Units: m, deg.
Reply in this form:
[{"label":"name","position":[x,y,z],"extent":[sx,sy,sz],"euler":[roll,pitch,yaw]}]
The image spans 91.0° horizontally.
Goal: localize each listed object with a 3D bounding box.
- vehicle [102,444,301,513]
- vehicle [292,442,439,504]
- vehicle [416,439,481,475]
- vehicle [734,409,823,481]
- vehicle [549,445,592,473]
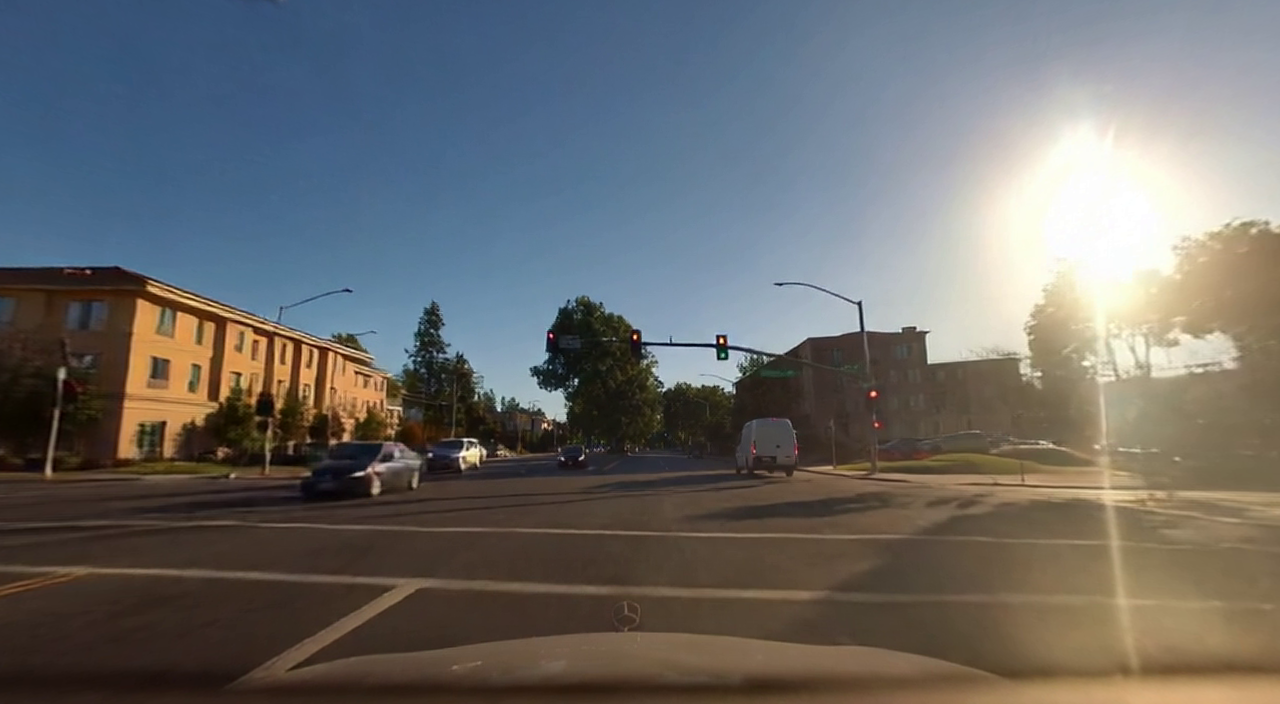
[{"label":"vehicle","position":[-11.113,3.196,16.469],"extent":[2.018,1.519,4.360],"euler":[0,-9,0]},{"label":"vehicle","position":[-7.539,3.348,17.921],"extent":[1.991,1.506,4.659],"euler":[0,-9,1]},{"label":"vehicle","position":[-10.633,5.889,35.419],"extent":[2.072,1.841,4.737],"euler":[0,-9,1]},{"label":"vehicle","position":[6.832,4.773,32.230],"extent":[2.802,3.208,7.459],"euler":[0,-9,0]},{"label":"vehicle","position":[-4.076,6.317,37.434],"extent":[2.003,1.539,4.396],"euler":[-1,-8,1]}]
